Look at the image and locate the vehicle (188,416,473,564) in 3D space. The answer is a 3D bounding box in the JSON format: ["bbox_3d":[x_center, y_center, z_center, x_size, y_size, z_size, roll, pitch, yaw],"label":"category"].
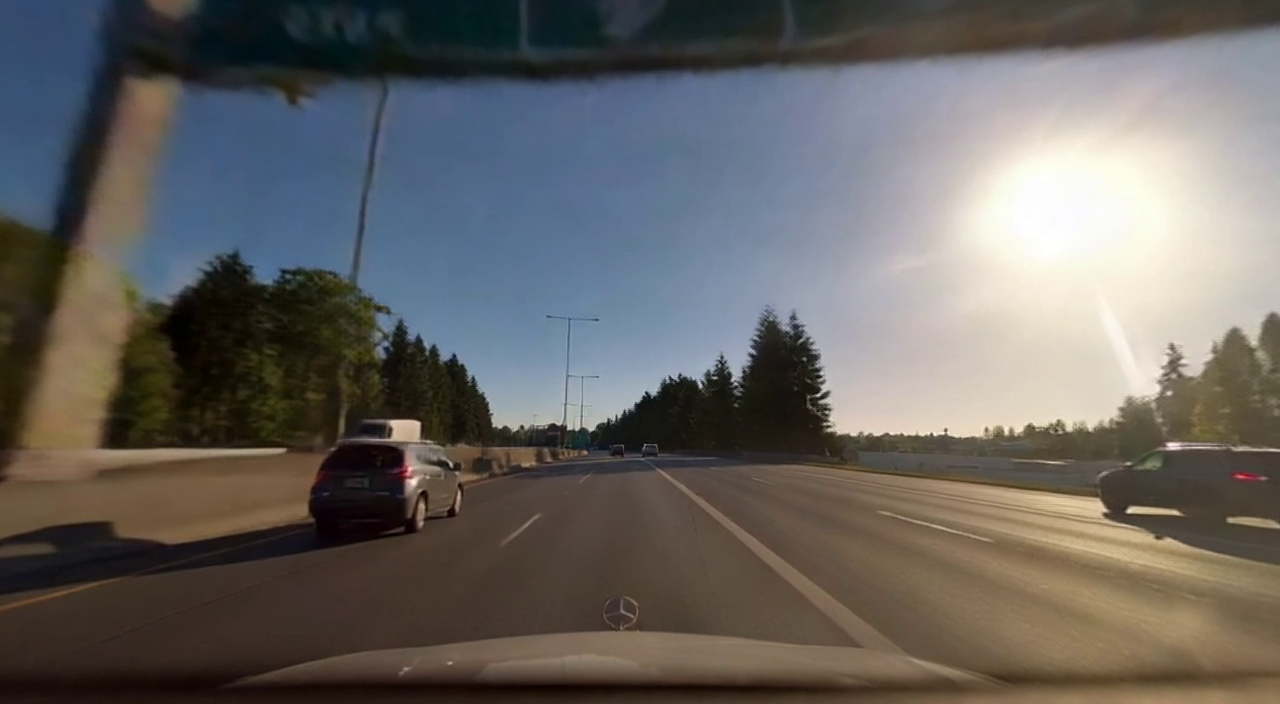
[{"bbox_3d":[-3.956,1.836,8.945,2.071,1.615,3.868,0,-9,0],"label":"vehicle"}]

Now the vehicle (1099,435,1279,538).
[{"bbox_3d":[10.081,2.158,10.467,1.853,1.463,3.780,0,-9,-1],"label":"vehicle"}]
